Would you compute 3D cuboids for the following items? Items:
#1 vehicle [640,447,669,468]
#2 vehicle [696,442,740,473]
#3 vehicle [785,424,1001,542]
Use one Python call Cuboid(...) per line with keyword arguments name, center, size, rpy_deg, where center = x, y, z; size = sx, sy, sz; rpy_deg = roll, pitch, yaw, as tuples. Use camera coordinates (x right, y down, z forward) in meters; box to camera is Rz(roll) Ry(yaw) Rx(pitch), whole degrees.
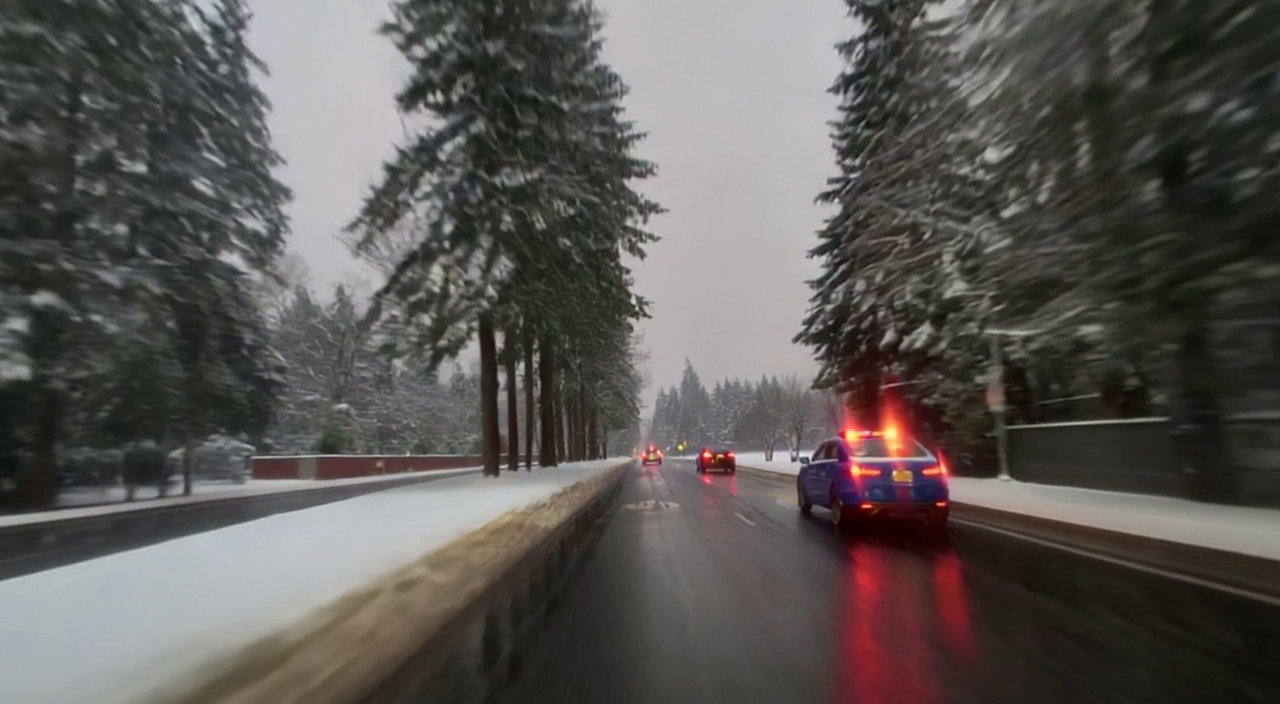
Cuboid(name="vehicle", center=(1.043, 7.751, 46.454), size=(2.026, 1.466, 4.282), rpy_deg=(0, -8, 1))
Cuboid(name="vehicle", center=(4.561, 6.224, 37.405), size=(2.110, 1.666, 3.912), rpy_deg=(0, -8, 0))
Cuboid(name="vehicle", center=(4.038, 2.145, 10.983), size=(2.052, 1.639, 4.123), rpy_deg=(0, -8, 0))
